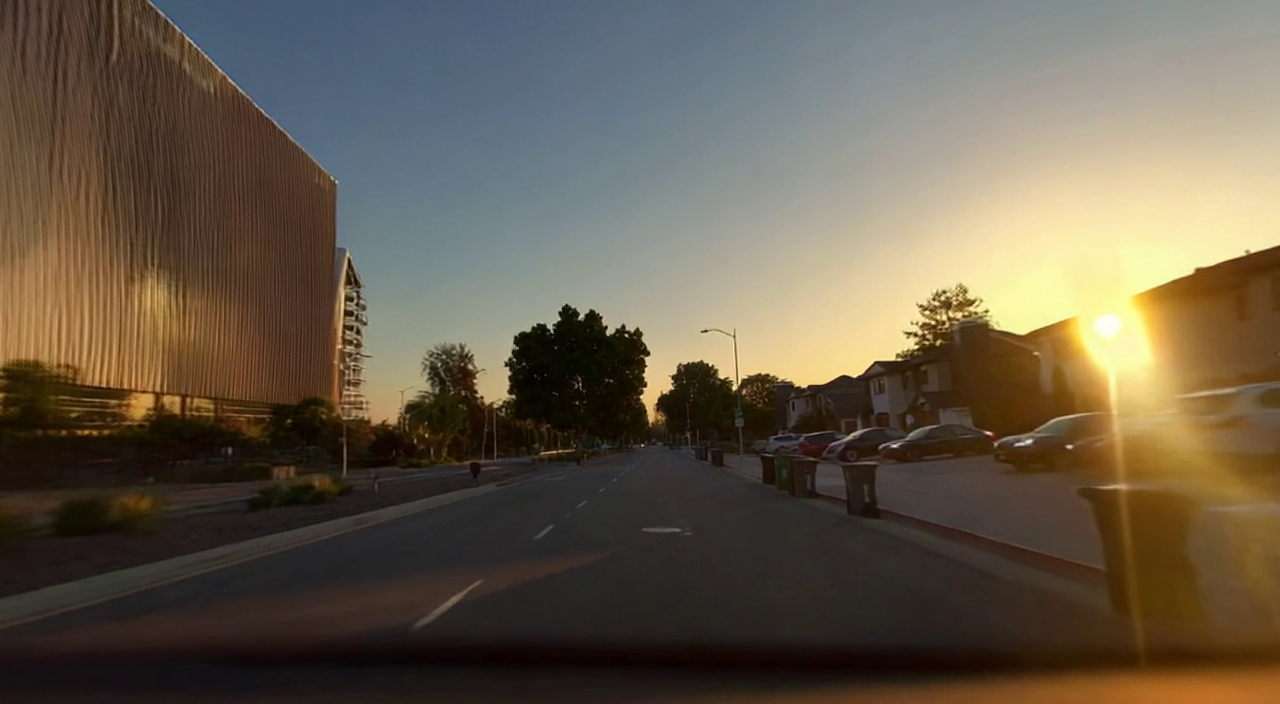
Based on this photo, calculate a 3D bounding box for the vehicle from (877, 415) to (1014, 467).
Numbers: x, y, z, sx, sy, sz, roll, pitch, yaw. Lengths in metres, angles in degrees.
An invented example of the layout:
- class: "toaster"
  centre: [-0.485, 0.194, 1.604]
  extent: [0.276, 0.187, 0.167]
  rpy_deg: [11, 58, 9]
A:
- class: "vehicle"
  centre: [12.414, 3.672, 25.861]
  extent: [4.478, 1.578, 1.944]
  rpy_deg: [-6, -9, 2]

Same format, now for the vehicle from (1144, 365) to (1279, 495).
- class: "vehicle"
  centre: [12.248, 1.055, 10.732]
  extent: [5.136, 1.945, 2.153]
  rpy_deg: [-8, -9, 3]
